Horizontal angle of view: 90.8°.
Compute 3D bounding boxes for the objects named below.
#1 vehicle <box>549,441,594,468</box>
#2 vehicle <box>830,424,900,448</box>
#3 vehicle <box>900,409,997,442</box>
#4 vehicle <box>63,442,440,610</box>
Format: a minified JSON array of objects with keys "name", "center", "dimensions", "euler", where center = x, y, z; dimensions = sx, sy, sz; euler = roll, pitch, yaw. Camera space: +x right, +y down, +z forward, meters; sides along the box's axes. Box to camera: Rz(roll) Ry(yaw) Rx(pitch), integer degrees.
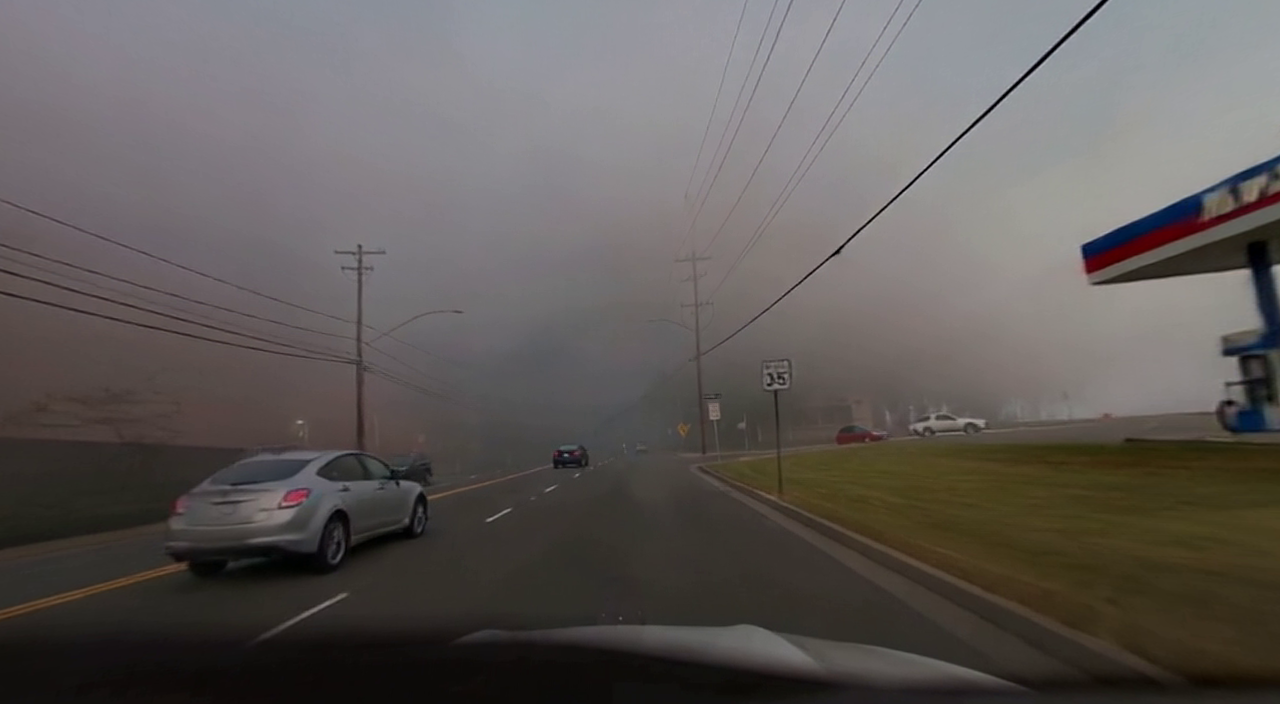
[{"name":"vehicle","center":[-3.807,5.784,35.852],"dimensions":[1.943,1.455,4.414],"euler":[0,-8,1]},{"name":"vehicle","center":[14.166,5.332,39.965],"dimensions":[3.830,1.474,1.771],"euler":[-2,-8,9]},{"name":"vehicle","center":[19.040,4.588,39.202],"dimensions":[4.817,1.919,2.308],"euler":[-1,-8,8]},{"name":"vehicle","center":[-4.103,1.845,7.818],"dimensions":[1.704,1.430,4.587],"euler":[0,-8,1]}]
